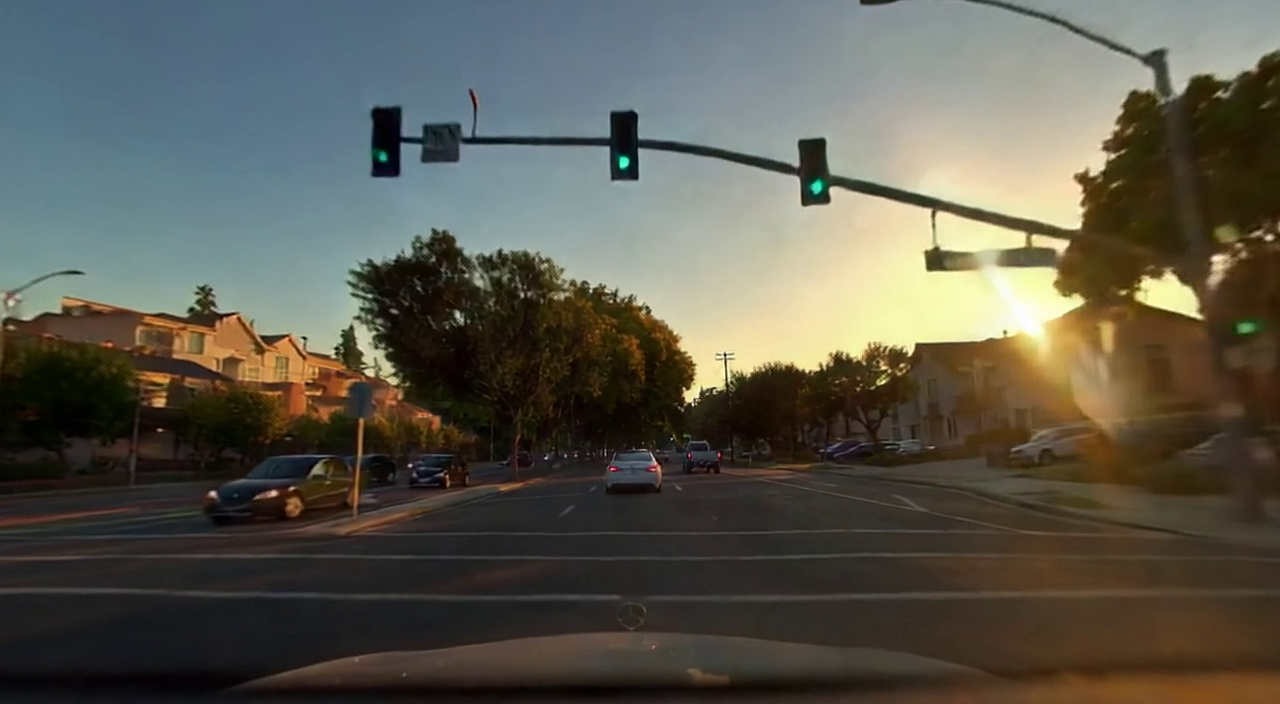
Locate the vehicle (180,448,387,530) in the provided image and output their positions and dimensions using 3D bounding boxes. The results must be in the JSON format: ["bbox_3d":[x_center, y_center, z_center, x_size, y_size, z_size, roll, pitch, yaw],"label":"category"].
[{"bbox_3d":[-8.239,3.165,15.277,2.121,1.513,4.832,-2,-8,2],"label":"vehicle"}]

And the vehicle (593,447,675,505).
[{"bbox_3d":[-0.165,3.531,18.489,2.140,1.474,4.026,0,-8,0],"label":"vehicle"}]

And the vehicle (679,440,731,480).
[{"bbox_3d":[3.107,5.292,31.185,2.073,1.822,4.276,0,-8,-1],"label":"vehicle"}]

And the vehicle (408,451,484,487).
[{"bbox_3d":[-8.753,5.286,28.849,2.035,1.463,4.527,0,-8,0],"label":"vehicle"}]
